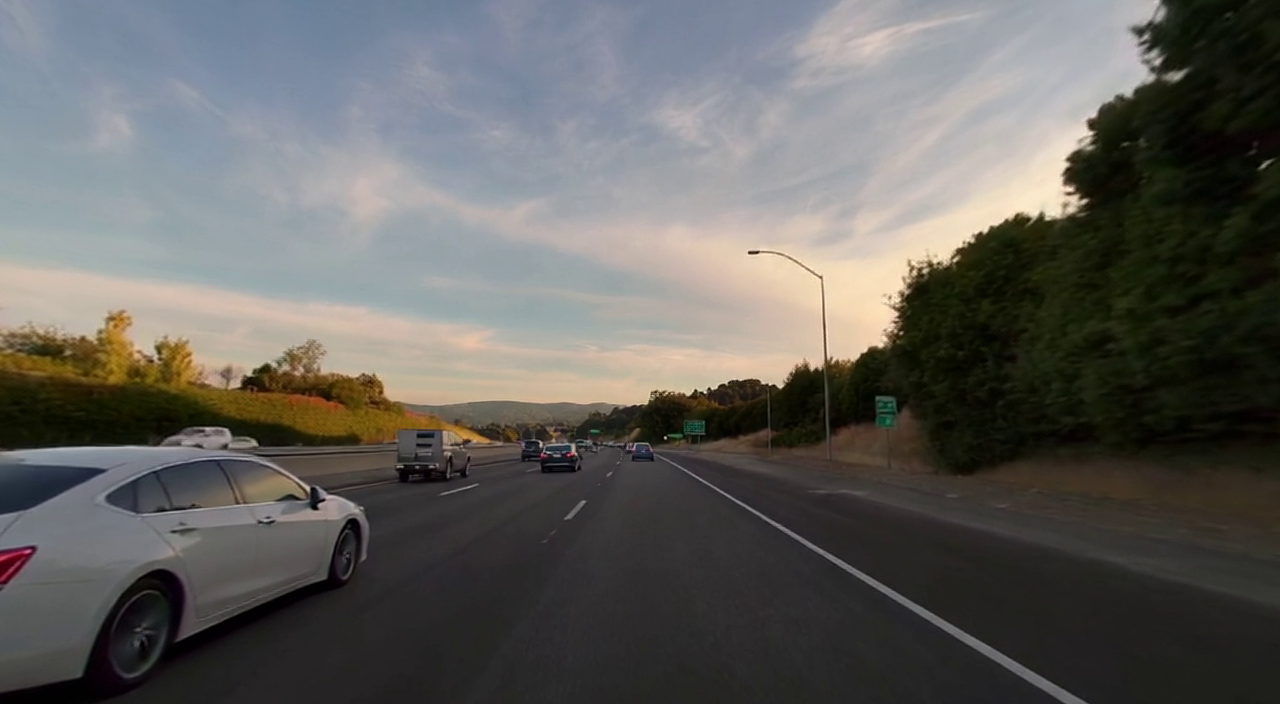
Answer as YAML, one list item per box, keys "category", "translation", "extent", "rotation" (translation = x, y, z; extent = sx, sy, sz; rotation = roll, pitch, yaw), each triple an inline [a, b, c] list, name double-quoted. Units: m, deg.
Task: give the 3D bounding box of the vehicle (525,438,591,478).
- category: "vehicle"
  translation: [-3.288, 4.335, 26.204]
  extent: [2.068, 1.501, 4.395]
  rotation: [0, -8, 1]

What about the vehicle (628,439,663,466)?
- category: "vehicle"
  translation: [0.297, 6.117, 38.574]
  extent: [2.018, 1.508, 4.087]
  rotation: [0, -8, -1]

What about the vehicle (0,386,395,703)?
- category: "vehicle"
  translation: [-3.424, 1.115, 3.893]
  extent: [2.025, 1.506, 4.429]
  rotation: [0, -8, 0]

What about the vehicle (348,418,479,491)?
- category: "vehicle"
  translation: [-6.907, 3.216, 20.051]
  extent: [2.171, 1.982, 5.246]
  rotation: [0, -8, 0]
